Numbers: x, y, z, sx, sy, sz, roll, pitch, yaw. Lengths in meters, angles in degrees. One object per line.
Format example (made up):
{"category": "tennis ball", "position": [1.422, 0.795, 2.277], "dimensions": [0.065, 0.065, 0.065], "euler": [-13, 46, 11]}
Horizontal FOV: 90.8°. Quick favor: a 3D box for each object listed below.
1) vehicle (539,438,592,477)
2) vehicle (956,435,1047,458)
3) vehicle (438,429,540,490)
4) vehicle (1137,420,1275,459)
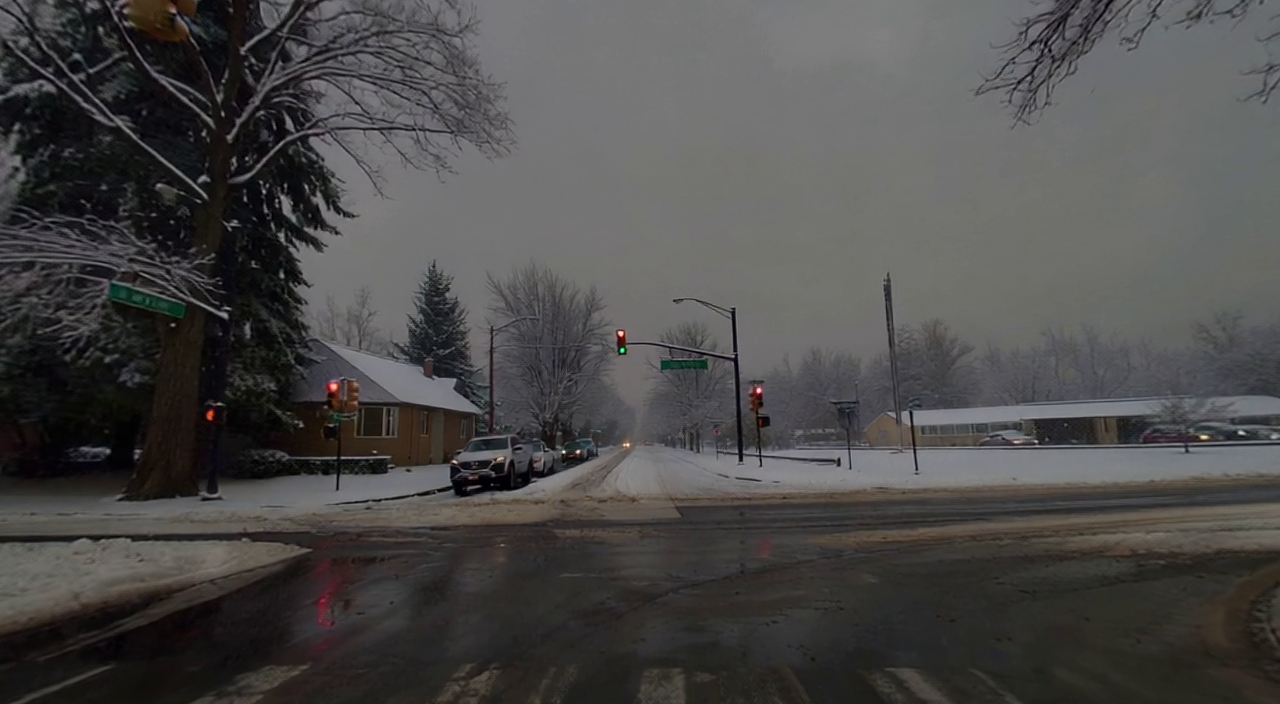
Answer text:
{"category": "vehicle", "position": [-3.667, 5.287, 31.889], "dimensions": [2.120, 1.783, 4.788], "euler": [0, -9, 0]}
{"category": "vehicle", "position": [25.002, 6.556, 43.839], "dimensions": [5.172, 1.515, 1.851], "euler": [0, -8, -2]}
{"category": "vehicle", "position": [-6.514, 4.776, 28.524], "dimensions": [2.896, 2.339, 7.322], "euler": [0, -8, -1]}
{"category": "vehicle", "position": [33.254, 5.164, 37.243], "dimensions": [5.969, 2.149, 2.331], "euler": [0, -9, -3]}
